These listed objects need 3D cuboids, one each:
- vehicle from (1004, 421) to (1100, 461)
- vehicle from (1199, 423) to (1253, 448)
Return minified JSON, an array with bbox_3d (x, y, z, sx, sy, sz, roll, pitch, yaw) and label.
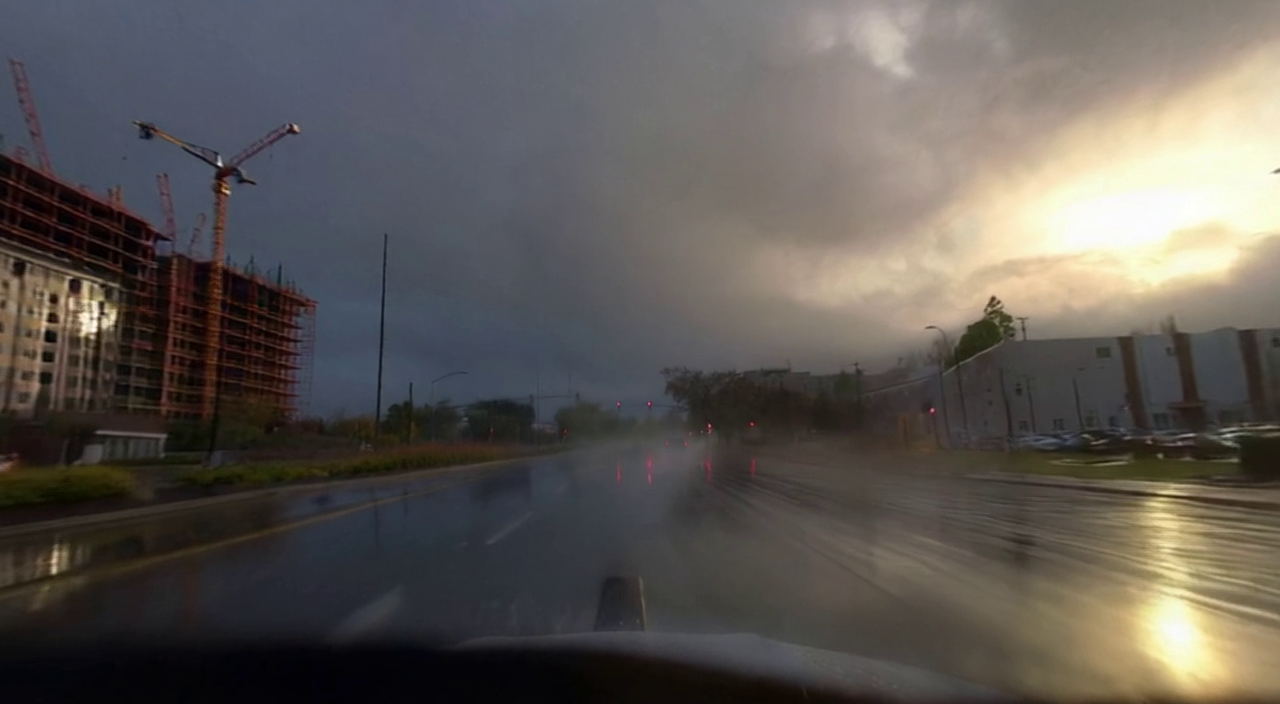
[{"bbox_3d":[20.508,4.406,31.771,2.222,1.742,5.231,0,-7,12],"label":"vehicle"},{"bbox_3d":[41.194,5.893,44.494,2.265,1.646,4.432,-6,-10,37],"label":"vehicle"}]
